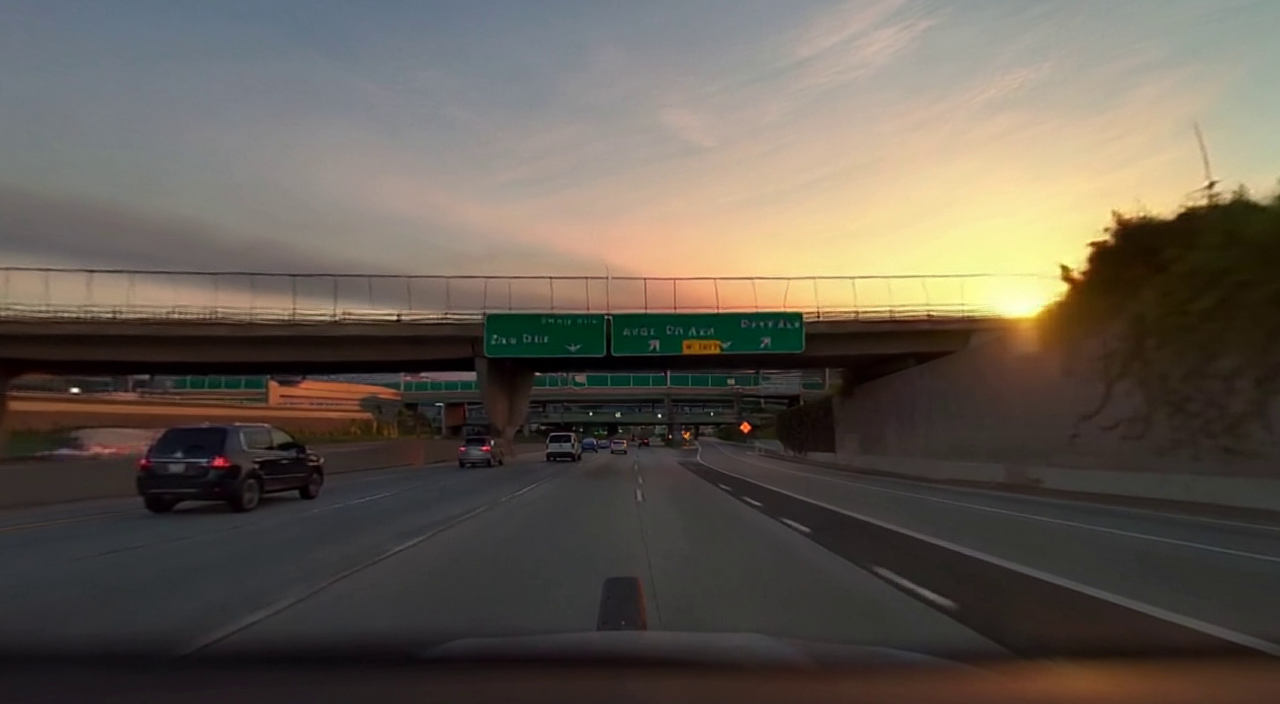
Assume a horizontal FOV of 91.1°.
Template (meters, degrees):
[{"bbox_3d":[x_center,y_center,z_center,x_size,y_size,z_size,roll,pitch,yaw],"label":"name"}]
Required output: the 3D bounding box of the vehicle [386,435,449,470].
[{"bbox_3d":[-11.901,5.404,33.923,1.900,1.726,4.236,0,-8,-1],"label":"vehicle"}]

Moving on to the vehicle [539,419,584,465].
[{"bbox_3d":[-5.167,6.055,42.300,2.301,2.843,6.458,0,-8,-1],"label":"vehicle"}]

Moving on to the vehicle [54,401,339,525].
[{"bbox_3d":[-8.147,2.098,12.304,2.179,1.948,4.618,0,-8,0],"label":"vehicle"}]

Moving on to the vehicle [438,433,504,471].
[{"bbox_3d":[-8.574,5.122,32.339,2.109,1.784,4.709,0,-8,-1],"label":"vehicle"}]
